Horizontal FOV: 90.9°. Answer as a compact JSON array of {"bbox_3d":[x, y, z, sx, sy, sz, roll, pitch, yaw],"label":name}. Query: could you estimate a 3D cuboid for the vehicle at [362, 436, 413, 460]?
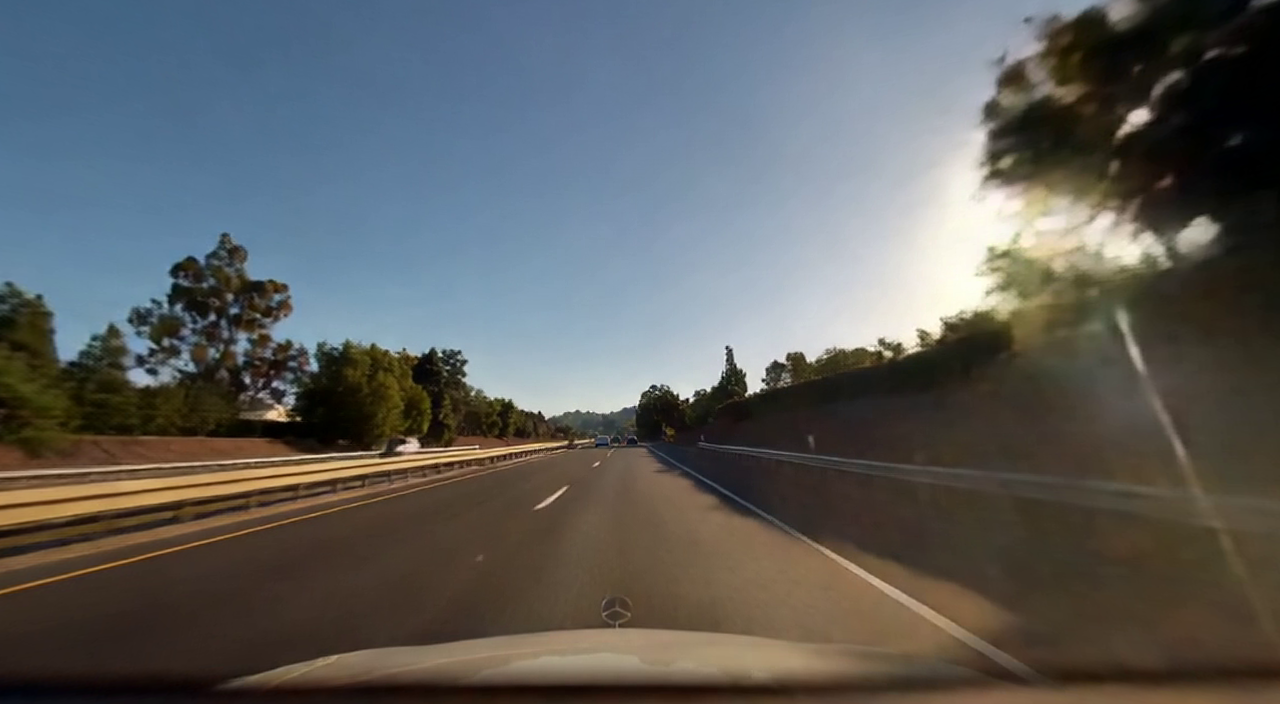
[{"bbox_3d":[-16.973,6.446,42.529,1.846,1.553,3.782,0,-7,0],"label":"vehicle"}]
